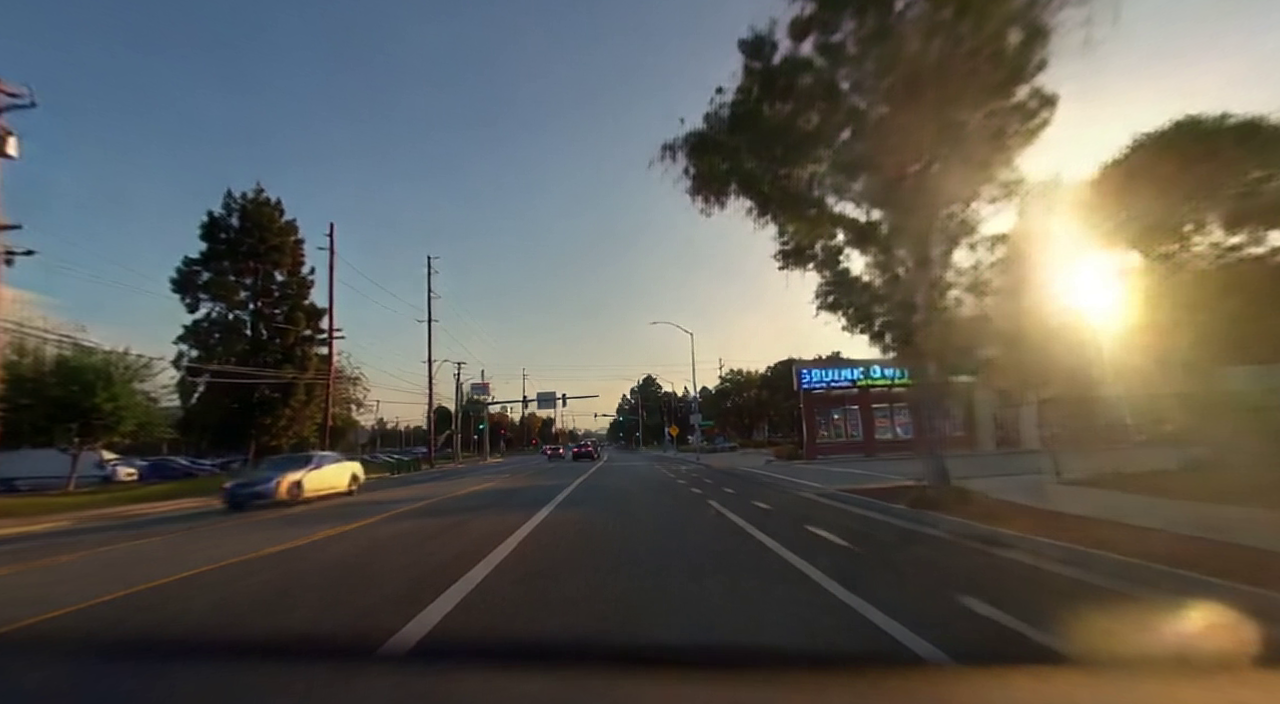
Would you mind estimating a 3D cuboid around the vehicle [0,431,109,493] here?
[{"bbox_3d":[-40.447,6.950,40.072,9.636,3.788,2.949,2,-9,-10],"label":"vehicle"}]
